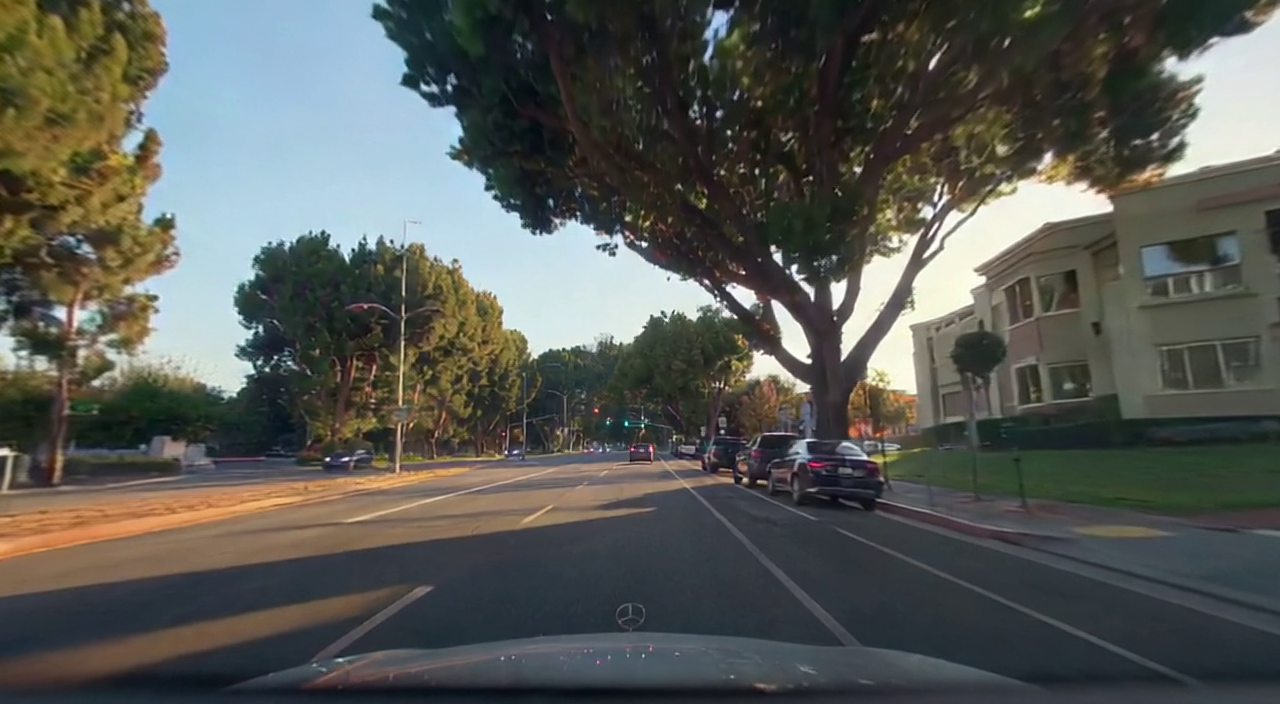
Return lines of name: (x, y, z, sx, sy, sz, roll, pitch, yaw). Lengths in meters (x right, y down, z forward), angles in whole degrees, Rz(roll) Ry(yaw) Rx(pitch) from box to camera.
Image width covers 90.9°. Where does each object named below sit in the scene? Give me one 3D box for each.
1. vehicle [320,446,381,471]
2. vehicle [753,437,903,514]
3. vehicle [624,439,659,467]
vehicle: (-20.925, 7.690, 45.793, 2.238, 1.645, 4.418, -1, -9, 1)
vehicle: (4.176, 2.814, 15.016, 2.035, 1.500, 4.912, 0, -8, 0)
vehicle: (0.115, 6.635, 41.502, 2.169, 1.751, 4.276, 0, -8, 1)
